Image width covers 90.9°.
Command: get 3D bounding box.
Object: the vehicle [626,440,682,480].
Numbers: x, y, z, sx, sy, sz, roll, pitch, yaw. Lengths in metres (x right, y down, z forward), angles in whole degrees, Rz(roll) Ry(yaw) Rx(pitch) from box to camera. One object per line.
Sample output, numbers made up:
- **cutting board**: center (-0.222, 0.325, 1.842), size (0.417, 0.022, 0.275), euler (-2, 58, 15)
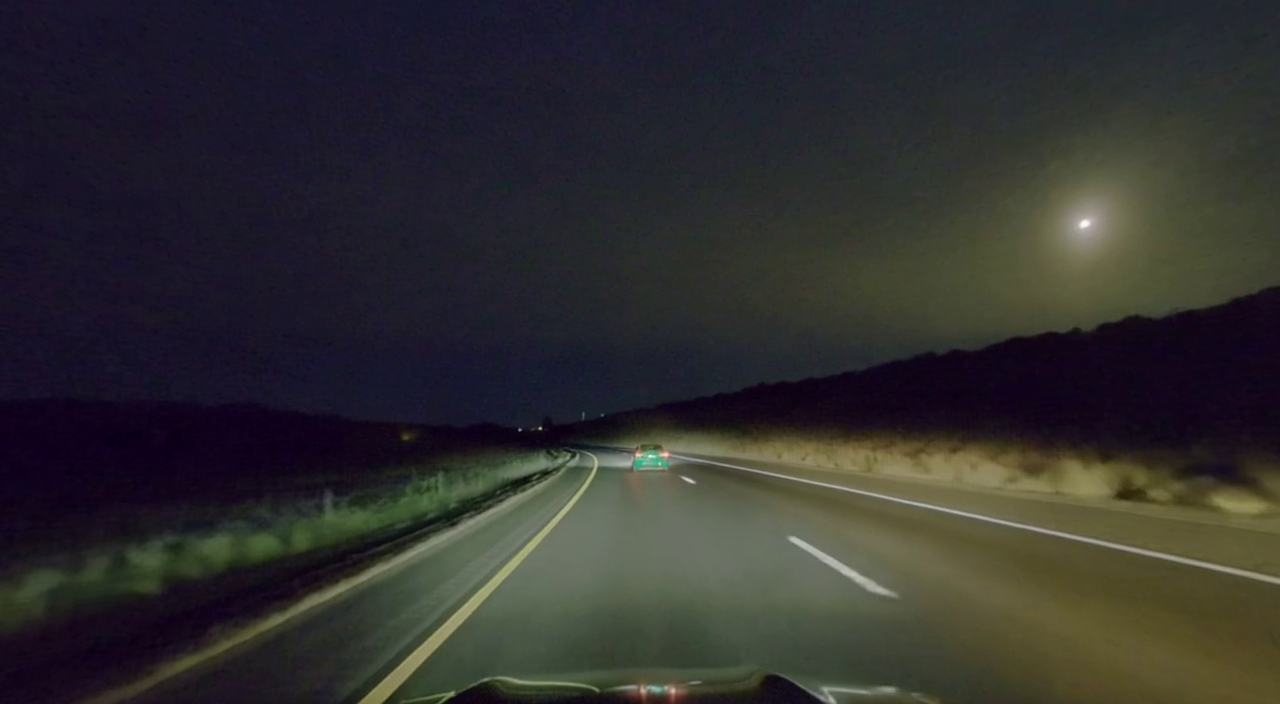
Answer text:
- **vehicle**: center (0.497, 4.416, 26.105), size (2.029, 1.474, 4.183), euler (0, -8, -2)
